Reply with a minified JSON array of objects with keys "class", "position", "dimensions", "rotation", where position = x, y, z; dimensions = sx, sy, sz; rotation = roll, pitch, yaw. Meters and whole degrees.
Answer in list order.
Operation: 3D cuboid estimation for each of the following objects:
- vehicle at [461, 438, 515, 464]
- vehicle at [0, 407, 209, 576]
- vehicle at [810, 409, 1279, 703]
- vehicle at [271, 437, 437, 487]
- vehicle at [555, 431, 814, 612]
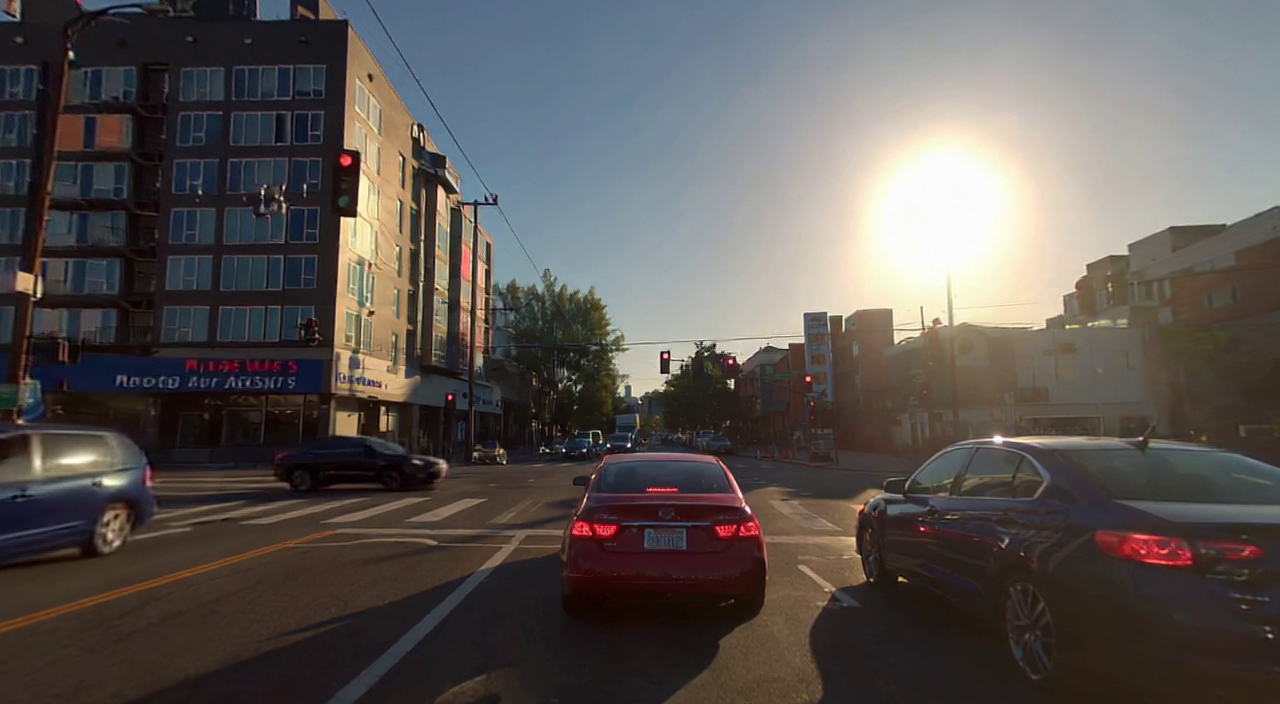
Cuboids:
[{"class":"vehicle","position":[-9.745,6.378,40.691],"dimensions":[2.030,1.596,3.912],"rotation":[-1,-9,8]},{"class":"vehicle","position":[-8.476,1.688,7.826],"dimensions":[2.338,1.889,5.998],"rotation":[1,-8,-5]},{"class":"vehicle","position":[2.819,1.288,4.559],"dimensions":[1.961,1.498,4.356],"rotation":[0,-8,0]},{"class":"vehicle","position":[-9.609,3.709,21.401],"dimensions":[4.688,1.612,1.938],"rotation":[0,-8,2]},{"class":"vehicle","position":[0.291,1.693,7.284],"dimensions":[2.132,1.464,4.089],"rotation":[0,-8,-2]}]
